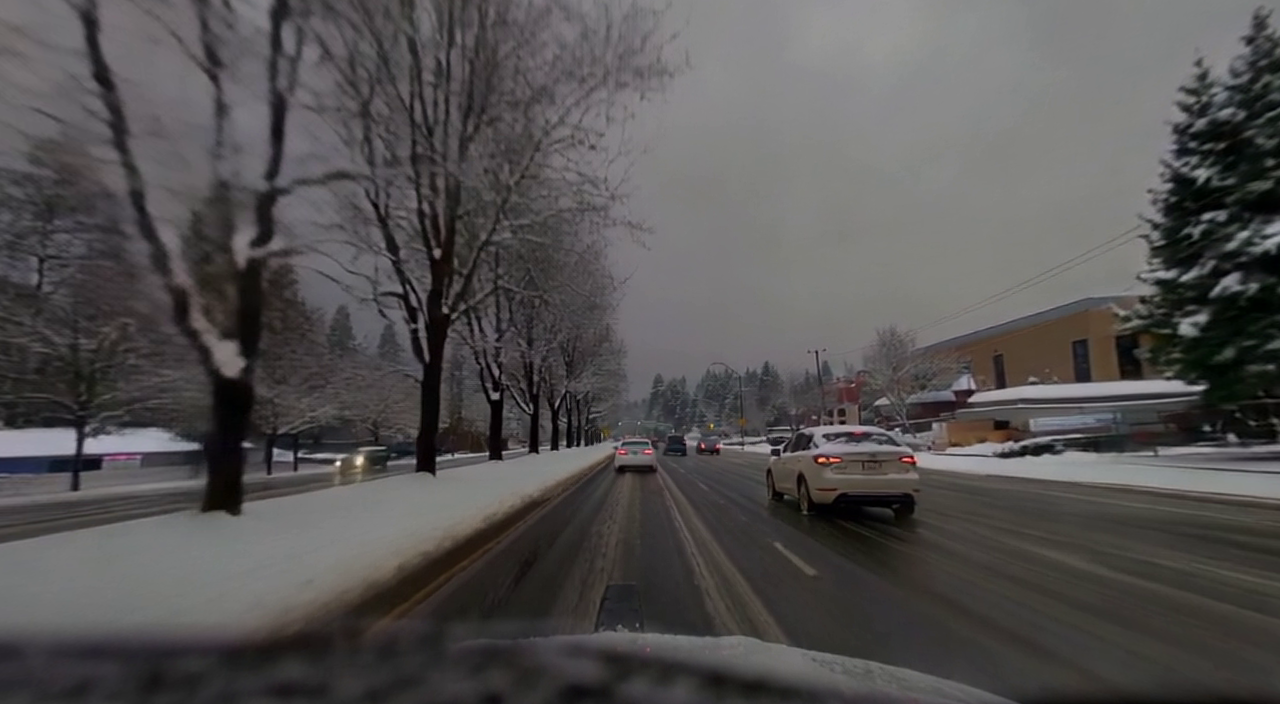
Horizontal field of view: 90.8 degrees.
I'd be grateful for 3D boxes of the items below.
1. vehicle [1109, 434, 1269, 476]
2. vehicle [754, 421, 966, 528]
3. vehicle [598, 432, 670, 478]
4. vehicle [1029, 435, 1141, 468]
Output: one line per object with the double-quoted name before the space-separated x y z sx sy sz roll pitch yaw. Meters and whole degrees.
"vehicle" 20.989 3.960 24.495 1.890 1.445 4.805 0 -8 0
"vehicle" 3.469 2.028 11.037 2.094 1.480 4.323 0 -8 -1
"vehicle" -0.202 3.605 22.333 2.289 1.471 4.477 0 -8 0
"vehicle" 21.032 4.717 30.142 1.890 1.455 4.592 0 -8 -2
